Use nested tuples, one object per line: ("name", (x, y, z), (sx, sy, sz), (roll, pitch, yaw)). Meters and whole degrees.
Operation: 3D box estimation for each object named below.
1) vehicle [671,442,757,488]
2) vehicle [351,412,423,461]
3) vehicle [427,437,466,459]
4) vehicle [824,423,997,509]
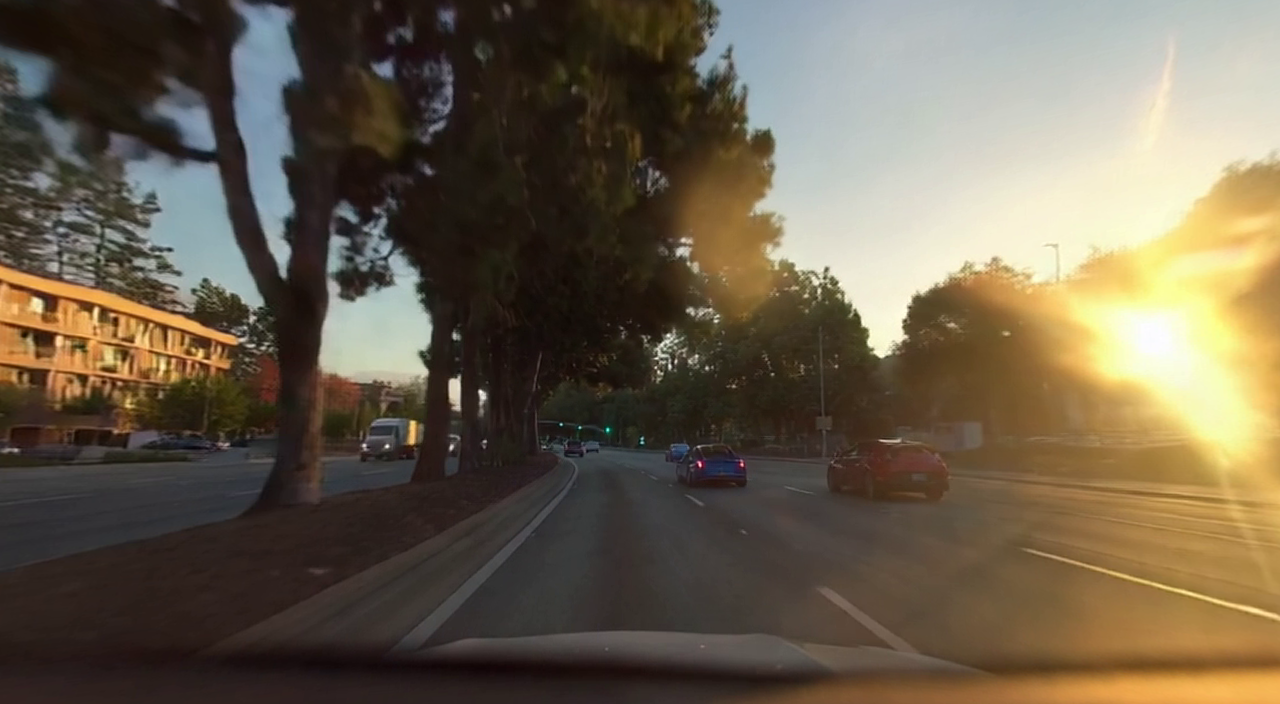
("vehicle", (2.290, 3.649, 20.803), (1.990, 1.347, 4.388), (1, -8, -4))
("vehicle", (-17.521, 5.986, 44.345), (2.989, 3.150, 6.793), (1, -8, -8))
("vehicle", (-14.428, 7.181, 47.257), (1.965, 1.514, 4.404), (1, -8, -7))
("vehicle", (6.173, 2.637, 15.097), (1.987, 1.730, 4.373), (1, -8, -3))
